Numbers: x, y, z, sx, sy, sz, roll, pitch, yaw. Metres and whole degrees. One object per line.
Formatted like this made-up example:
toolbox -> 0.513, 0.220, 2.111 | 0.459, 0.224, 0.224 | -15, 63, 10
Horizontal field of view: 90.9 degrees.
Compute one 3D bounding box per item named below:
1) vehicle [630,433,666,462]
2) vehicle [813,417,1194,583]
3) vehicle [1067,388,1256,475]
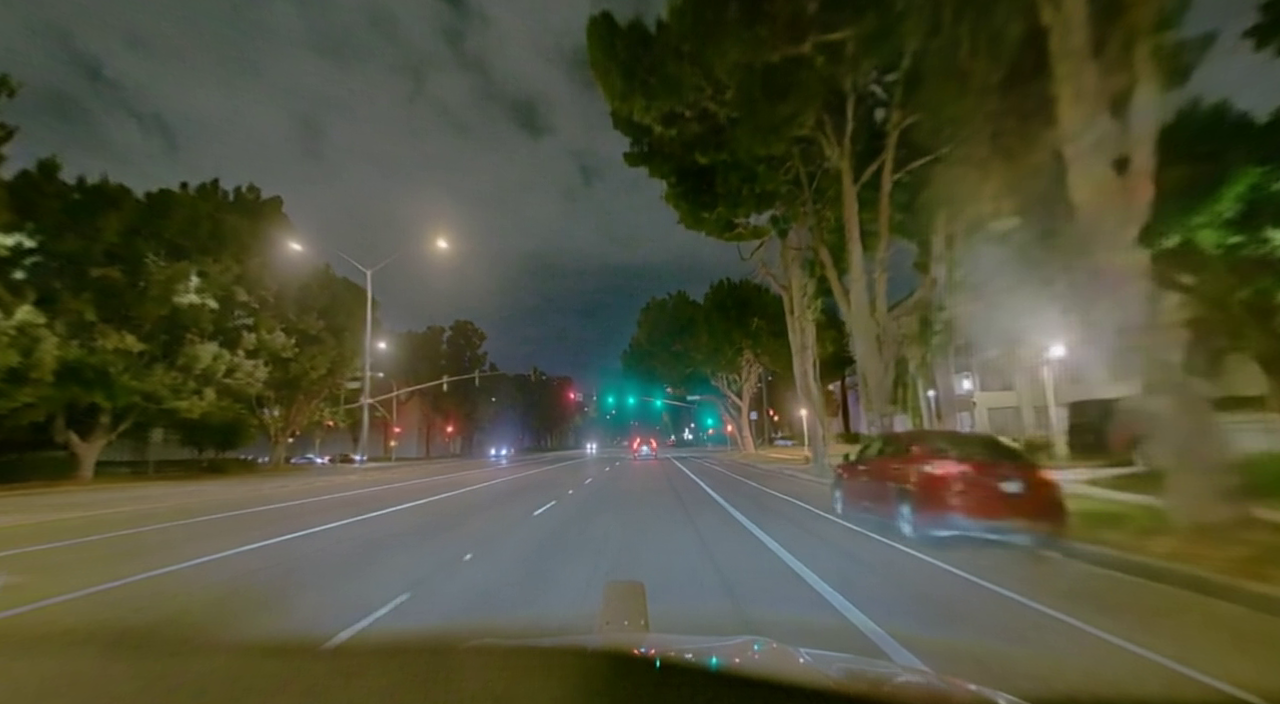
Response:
vehicle -> 0.494, 6.050, 40.113 | 2.169, 1.751, 4.276 | 0, -8, 0
vehicle -> 3.999, 1.701, 8.126 | 2.269, 1.520, 4.410 | 0, -8, 0
vehicle -> 14.945, 2.337, 18.389 | 2.197, 2.274, 3.589 | 1, -8, -4
